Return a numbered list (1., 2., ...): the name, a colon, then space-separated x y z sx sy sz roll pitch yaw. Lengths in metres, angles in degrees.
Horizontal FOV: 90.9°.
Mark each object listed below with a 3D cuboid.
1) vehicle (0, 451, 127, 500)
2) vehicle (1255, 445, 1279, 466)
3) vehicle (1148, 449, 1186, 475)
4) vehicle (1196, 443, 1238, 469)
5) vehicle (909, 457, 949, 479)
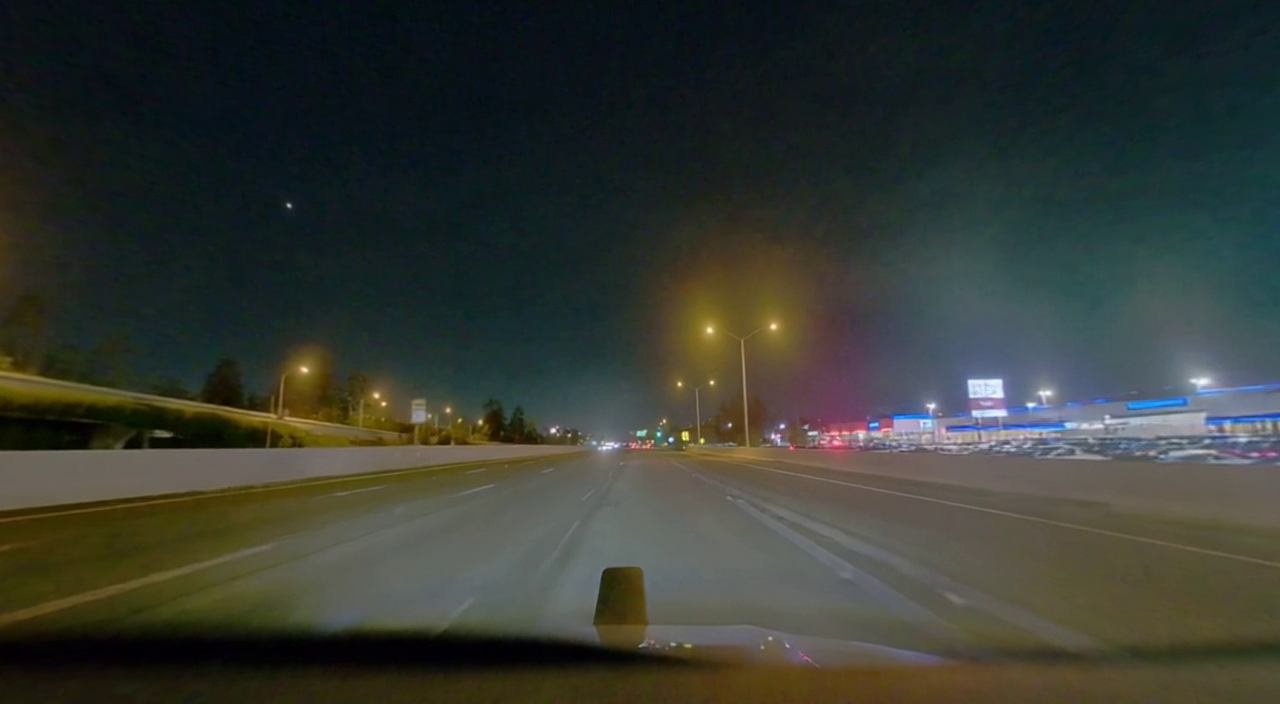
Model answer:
1. vehicle: -20.667 4.194 21.788 2.077 1.437 4.430 0 -8 1
2. vehicle: 45.646 7.420 45.495 1.650 1.436 3.719 -7 -11 43
3. vehicle: 34.636 7.187 41.408 1.680 1.523 3.951 -7 -10 40
4. vehicle: 42.610 7.661 46.508 4.792 1.577 1.849 4 -11 -45
5. vehicle: 20.026 8.019 43.569 1.677 1.342 3.266 -6 -10 38
